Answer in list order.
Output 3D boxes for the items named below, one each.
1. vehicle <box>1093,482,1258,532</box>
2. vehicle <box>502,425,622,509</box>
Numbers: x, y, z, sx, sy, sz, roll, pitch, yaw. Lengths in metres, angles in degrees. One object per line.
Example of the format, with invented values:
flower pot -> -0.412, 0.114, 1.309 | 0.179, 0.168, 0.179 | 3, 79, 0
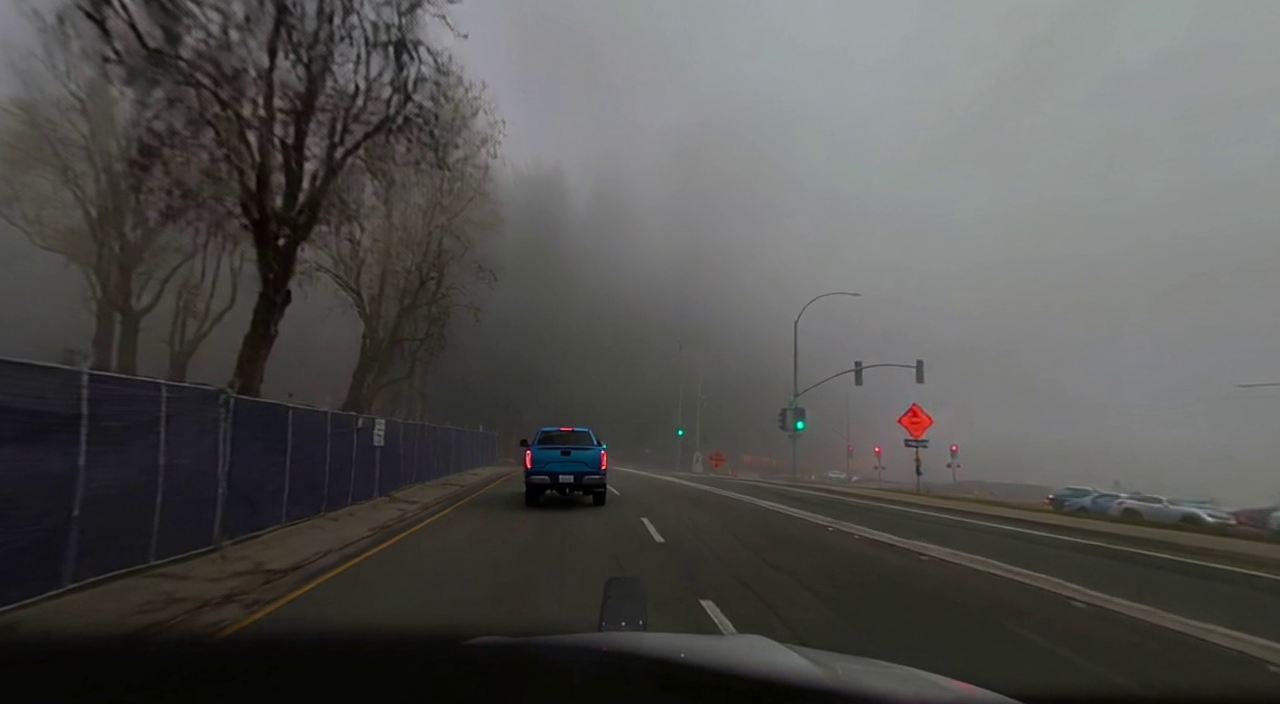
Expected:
vehicle -> 19.286, 5.558, 23.026 | 1.808, 1.467, 4.360 | 2, -10, -8
vehicle -> -1.776, 2.749, 15.650 | 2.436, 1.698, 5.322 | 0, -8, -4
